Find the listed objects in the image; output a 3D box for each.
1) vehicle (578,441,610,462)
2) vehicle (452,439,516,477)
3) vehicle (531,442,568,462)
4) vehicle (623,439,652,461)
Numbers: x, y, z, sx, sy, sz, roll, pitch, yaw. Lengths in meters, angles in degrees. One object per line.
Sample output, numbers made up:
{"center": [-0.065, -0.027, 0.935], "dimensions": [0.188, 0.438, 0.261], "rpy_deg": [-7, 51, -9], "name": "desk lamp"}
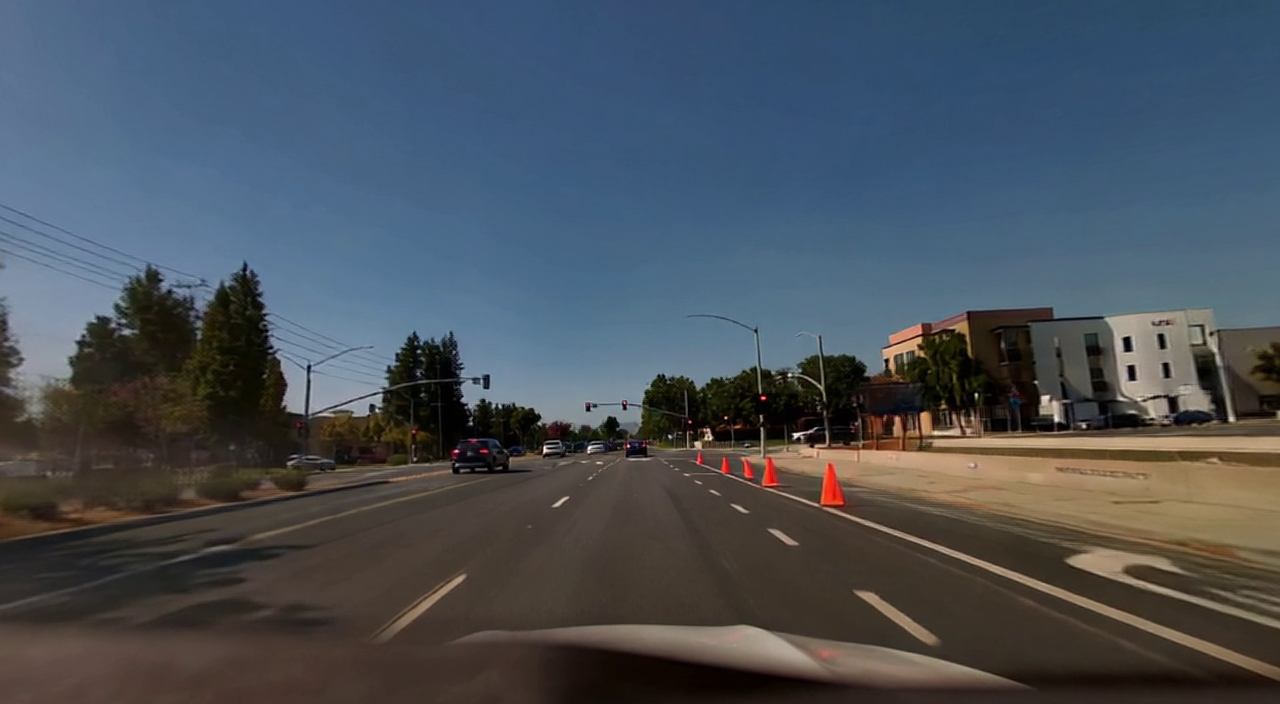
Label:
{"center": [-3.220, 7.134, 45.359], "dimensions": [1.946, 1.437, 4.154], "rpy_deg": [0, -8, 1], "name": "vehicle"}
{"center": [-6.986, 4.781, 28.750], "dimensions": [1.869, 1.570, 4.064], "rpy_deg": [0, -8, 0], "name": "vehicle"}
{"center": [-6.799, 7.549, 47.952], "dimensions": [2.074, 1.447, 4.224], "rpy_deg": [0, -8, 1], "name": "vehicle"}
{"center": [-0.137, 7.000, 45.222], "dimensions": [1.985, 1.521, 3.968], "rpy_deg": [0, -8, 0], "name": "vehicle"}
